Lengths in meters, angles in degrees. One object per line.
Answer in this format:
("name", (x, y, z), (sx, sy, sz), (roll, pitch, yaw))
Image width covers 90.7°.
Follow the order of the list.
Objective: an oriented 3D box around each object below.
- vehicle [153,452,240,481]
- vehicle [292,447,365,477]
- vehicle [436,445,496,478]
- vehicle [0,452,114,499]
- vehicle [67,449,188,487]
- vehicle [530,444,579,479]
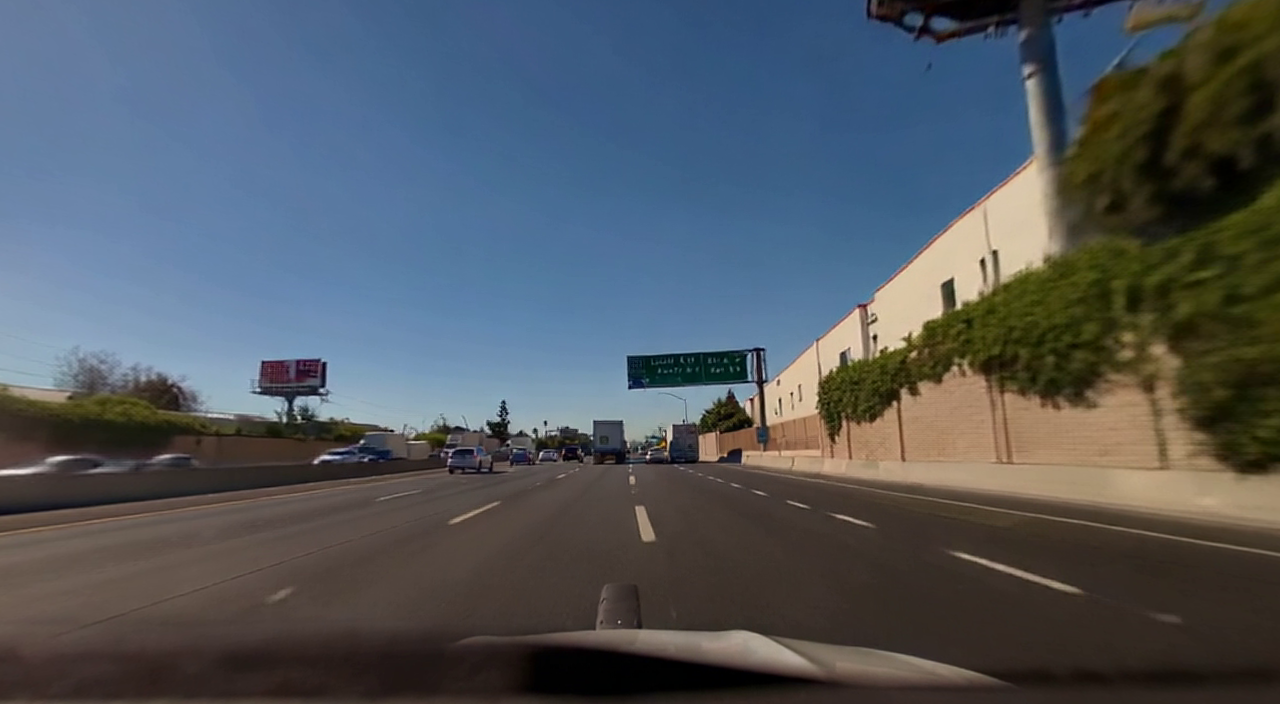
("vehicle", (-25.445, 6.550, 36.490), (2.089, 1.529, 4.075), (0, -9, -1))
("vehicle", (-18.390, 6.511, 37.643), (2.030, 1.629, 4.673), (0, -9, -1))
("vehicle", (-9.672, 6.112, 35.586), (2.129, 1.717, 4.593), (0, -9, -1))
("vehicle", (-21.613, 4.344, 22.676), (1.867, 1.493, 4.311), (0, -9, -1))
("vehicle", (-25.353, 5.728, 31.590), (1.941, 1.702, 4.949), (0, -9, -2))
("vehicle", (-4.293, 5.557, 32.357), (2.132, 1.679, 4.045), (0, -9, -3))
